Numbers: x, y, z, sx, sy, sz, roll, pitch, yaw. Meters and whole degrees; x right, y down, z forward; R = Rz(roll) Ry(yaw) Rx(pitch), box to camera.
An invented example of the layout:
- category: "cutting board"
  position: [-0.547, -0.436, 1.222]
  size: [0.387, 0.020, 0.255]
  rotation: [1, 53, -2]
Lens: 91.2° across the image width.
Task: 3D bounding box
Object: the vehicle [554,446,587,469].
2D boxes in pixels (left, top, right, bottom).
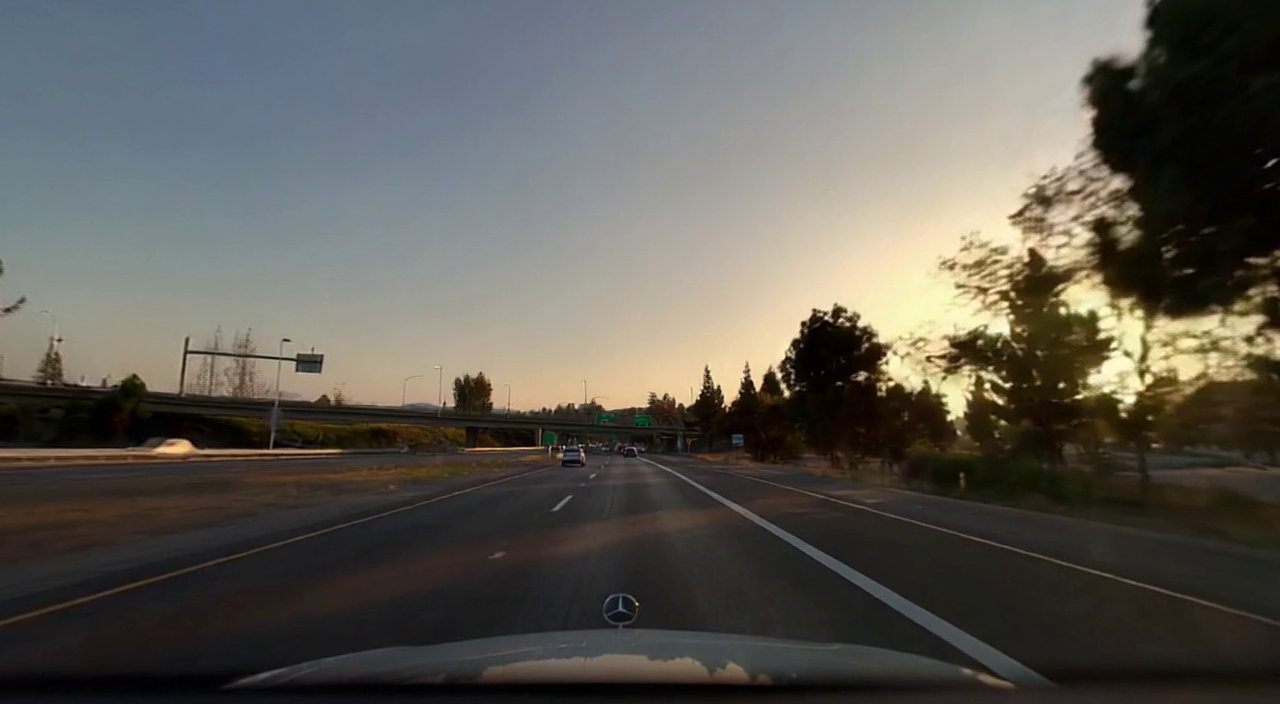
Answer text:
- category: "vehicle"
  position: [-4.918, 7.519, 44.833]
  size: [2.008, 1.521, 4.129]
  rotation: [0, -9, -1]
